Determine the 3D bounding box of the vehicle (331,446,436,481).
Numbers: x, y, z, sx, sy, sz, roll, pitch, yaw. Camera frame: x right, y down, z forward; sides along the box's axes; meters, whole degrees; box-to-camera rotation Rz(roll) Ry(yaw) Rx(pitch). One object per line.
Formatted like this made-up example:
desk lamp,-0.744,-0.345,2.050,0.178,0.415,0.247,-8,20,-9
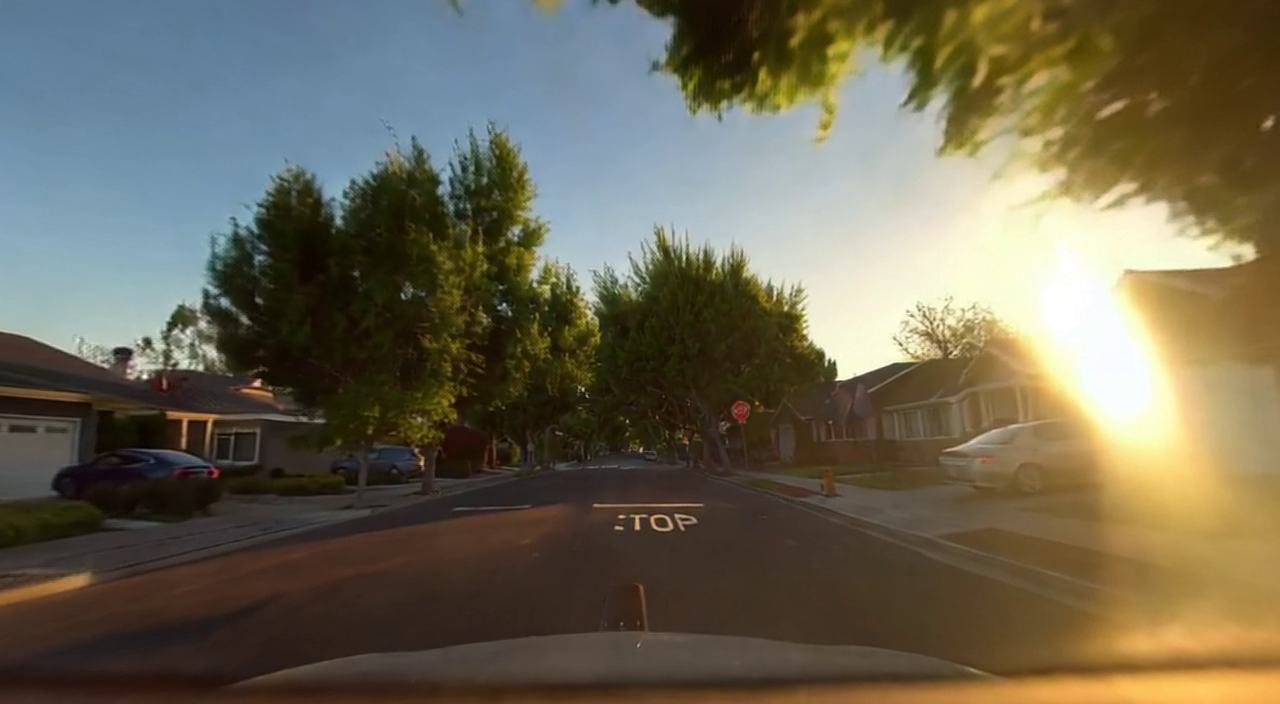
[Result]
vehicle,-13.938,6.086,34.629,4.809,1.865,2.093,0,-9,-2

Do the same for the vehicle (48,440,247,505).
vehicle,-14.588,3.544,18.861,4.493,1.776,1.997,-1,-9,9

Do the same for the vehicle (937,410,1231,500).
vehicle,9.878,2.325,14.367,5.234,1.868,2.014,1,-9,-4
